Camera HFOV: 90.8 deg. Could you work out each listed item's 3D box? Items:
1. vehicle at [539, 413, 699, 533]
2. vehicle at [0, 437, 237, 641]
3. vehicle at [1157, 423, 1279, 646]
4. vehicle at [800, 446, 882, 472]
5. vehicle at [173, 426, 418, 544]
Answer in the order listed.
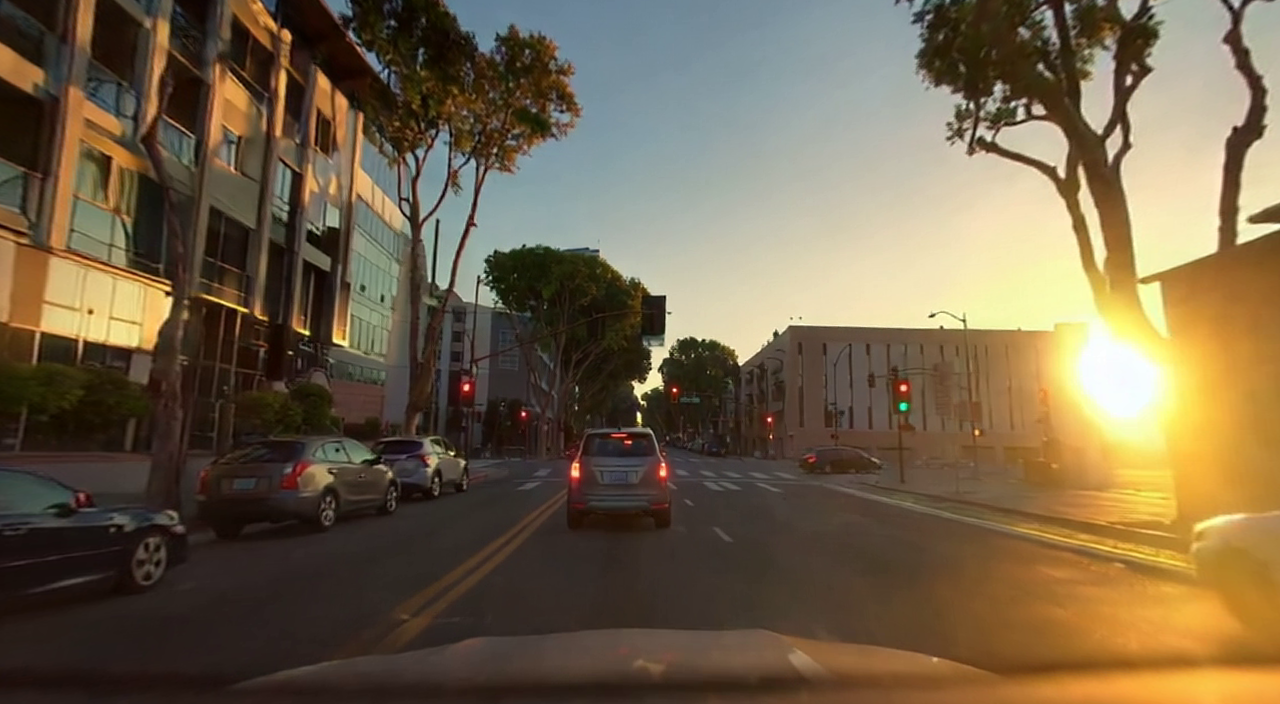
[{"bbox_3d":[-0.272,2.017,11.010,2.258,1.687,3.934,0,-9,1],"label":"vehicle"},{"bbox_3d":[-5.566,1.389,4.771,1.841,1.466,4.364,-1,-9,6],"label":"vehicle"},{"bbox_3d":[5.951,1.226,3.664,2.004,1.699,4.525,0,-9,-1],"label":"vehicle"},{"bbox_3d":[12.823,6.819,40.377,4.638,1.555,1.824,2,-9,-12],"label":"vehicle"},{"bbox_3d":[-5.780,2.259,11.447,1.904,1.684,4.529,0,-8,-1],"label":"vehicle"}]
